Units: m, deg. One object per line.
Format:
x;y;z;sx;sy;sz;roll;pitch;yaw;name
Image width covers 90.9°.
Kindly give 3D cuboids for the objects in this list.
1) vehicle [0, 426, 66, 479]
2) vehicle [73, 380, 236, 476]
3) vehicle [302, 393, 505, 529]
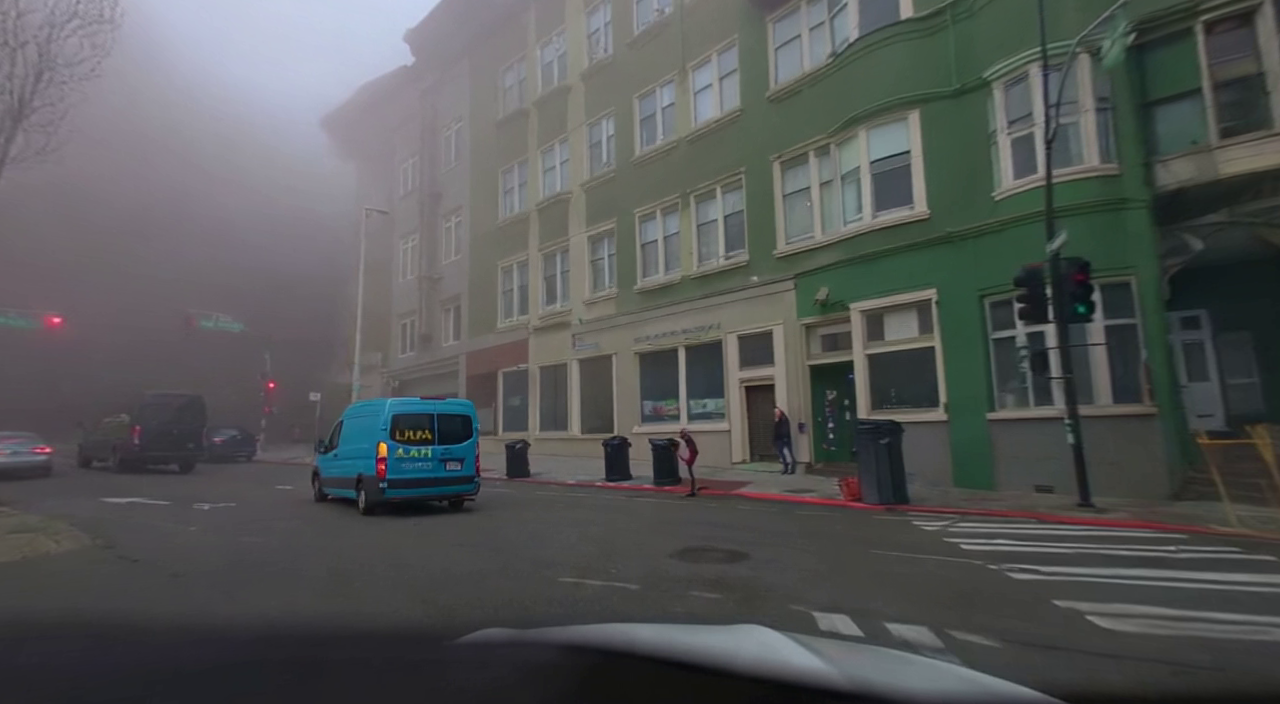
-18.926;2.974;18.820;3.426;1.461;1.841;-6;-9;36;vehicle
-16.115;2.542;20.751;6.504;2.703;2.333;-6;-10;36;vehicle
-4.340;1.836;11.177;1.951;1.907;4.266;6;-10;-40;vehicle
